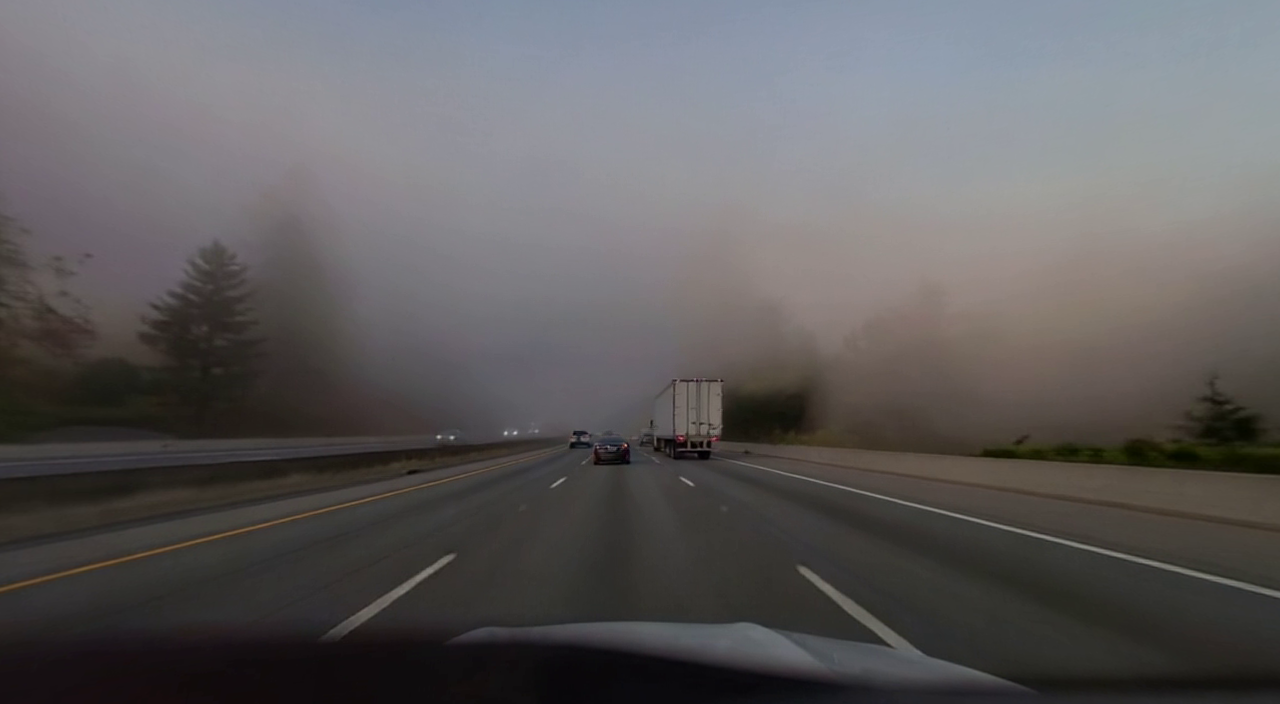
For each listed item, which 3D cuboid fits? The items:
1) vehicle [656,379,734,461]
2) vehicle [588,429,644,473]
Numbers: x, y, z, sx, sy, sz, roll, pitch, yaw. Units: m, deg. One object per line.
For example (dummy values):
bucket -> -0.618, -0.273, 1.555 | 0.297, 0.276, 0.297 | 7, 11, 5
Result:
vehicle -> 2.982, 4.452, 39.275 | 2.946, 4.111, 14.652 | 0, -8, -2
vehicle -> -0.945, 3.856, 24.795 | 2.048, 1.563, 4.087 | 0, -8, -2
